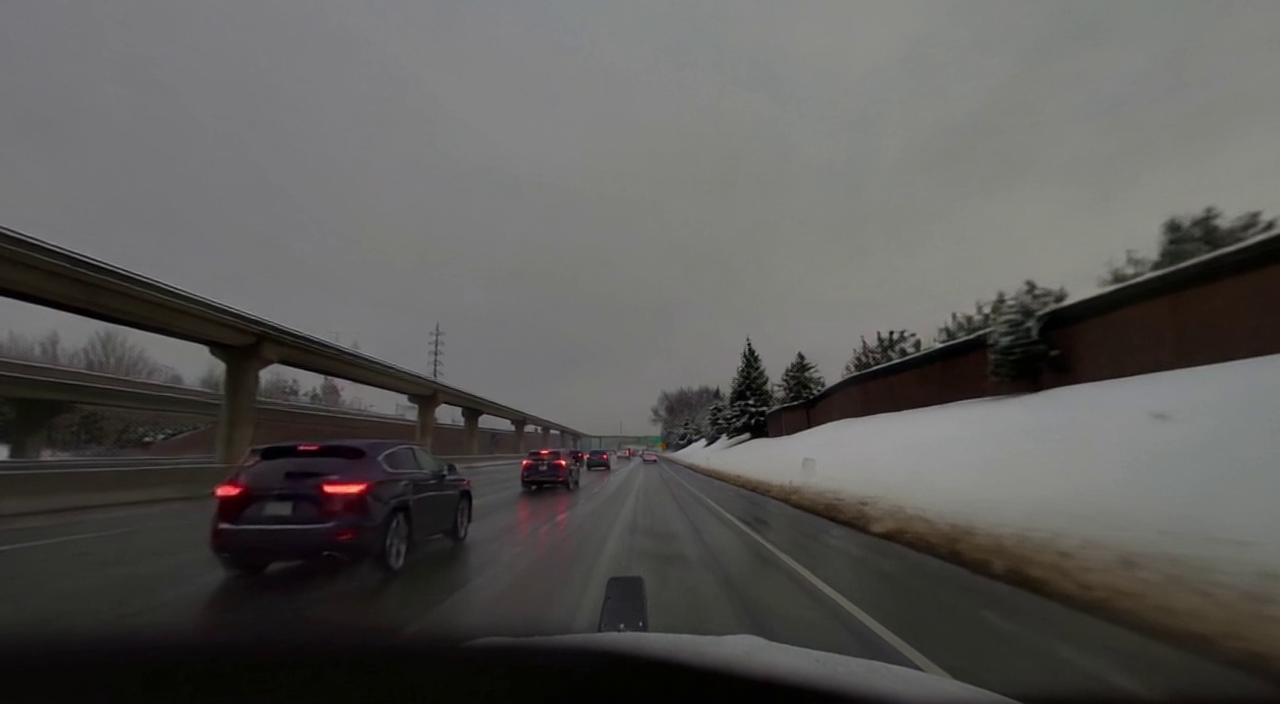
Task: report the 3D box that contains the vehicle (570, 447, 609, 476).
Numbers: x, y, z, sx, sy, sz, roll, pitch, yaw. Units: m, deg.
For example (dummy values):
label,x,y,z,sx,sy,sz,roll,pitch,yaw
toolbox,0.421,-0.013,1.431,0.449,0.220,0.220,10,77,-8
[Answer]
label,x,y,z,sx,sy,sz,roll,pitch,yaw
vehicle,-3.194,7.098,41.092,2.052,1.731,4.372,0,-8,2

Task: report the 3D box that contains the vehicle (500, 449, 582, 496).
label,x,y,z,sx,sy,sz,roll,pitch,yaw
vehicle,-3.343,4.157,22.217,2.056,1.449,4.330,0,-8,2

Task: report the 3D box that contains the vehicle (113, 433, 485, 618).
label,x,y,z,sx,sy,sz,roll,pitch,yaw
vehicle,-3.370,1.752,7.423,1.939,1.511,4.246,0,-8,1

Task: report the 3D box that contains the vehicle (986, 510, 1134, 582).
label,x,y,z,sx,sy,sz,roll,pitch,yaw
vehicle,12.676,5.846,19.373,1.853,1.586,3.727,0,-8,-2
